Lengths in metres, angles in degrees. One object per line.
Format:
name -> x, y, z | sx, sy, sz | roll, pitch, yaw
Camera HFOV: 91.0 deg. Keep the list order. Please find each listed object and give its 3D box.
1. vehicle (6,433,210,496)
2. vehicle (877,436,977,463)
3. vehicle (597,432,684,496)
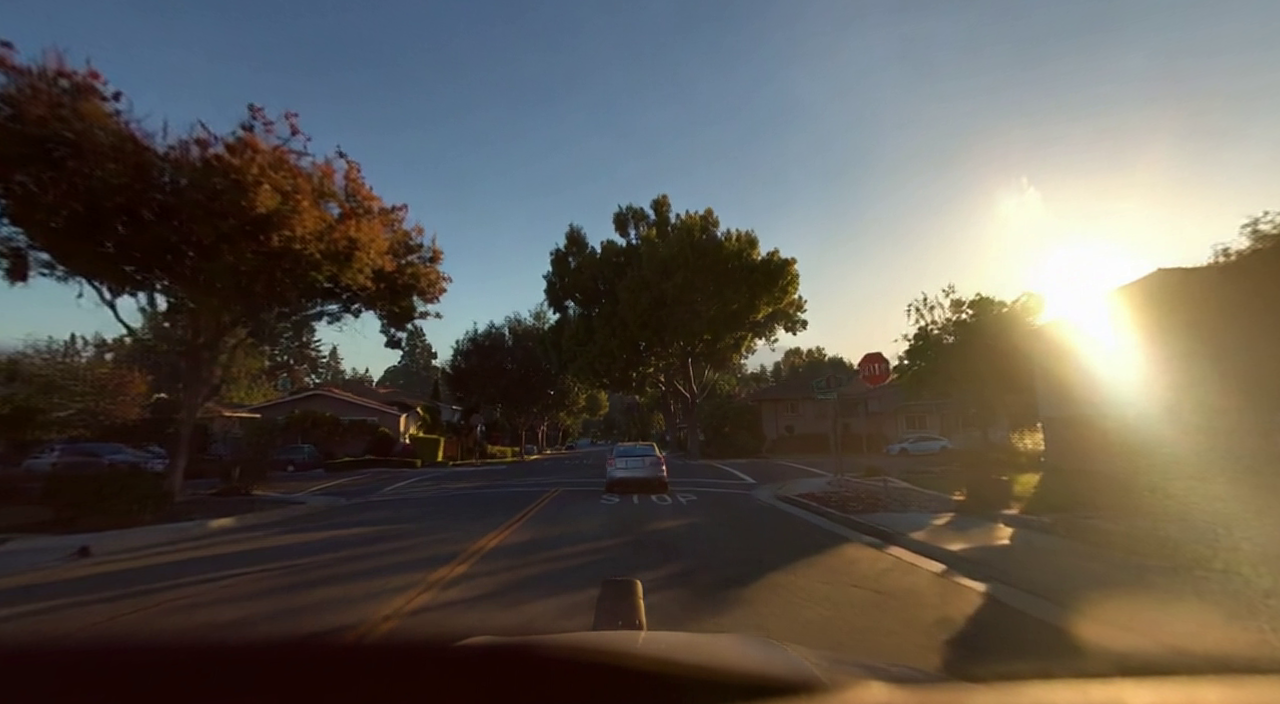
vehicle -> -20.951, 4.460, 25.052 | 5.796, 1.946, 2.391 | -3, -10, -4
vehicle -> 16.501, 5.606, 36.338 | 4.748, 1.488, 2.029 | 1, -9, -4
vehicle -> -0.056, 2.968, 17.012 | 2.043, 1.484, 4.340 | 0, -9, -2
